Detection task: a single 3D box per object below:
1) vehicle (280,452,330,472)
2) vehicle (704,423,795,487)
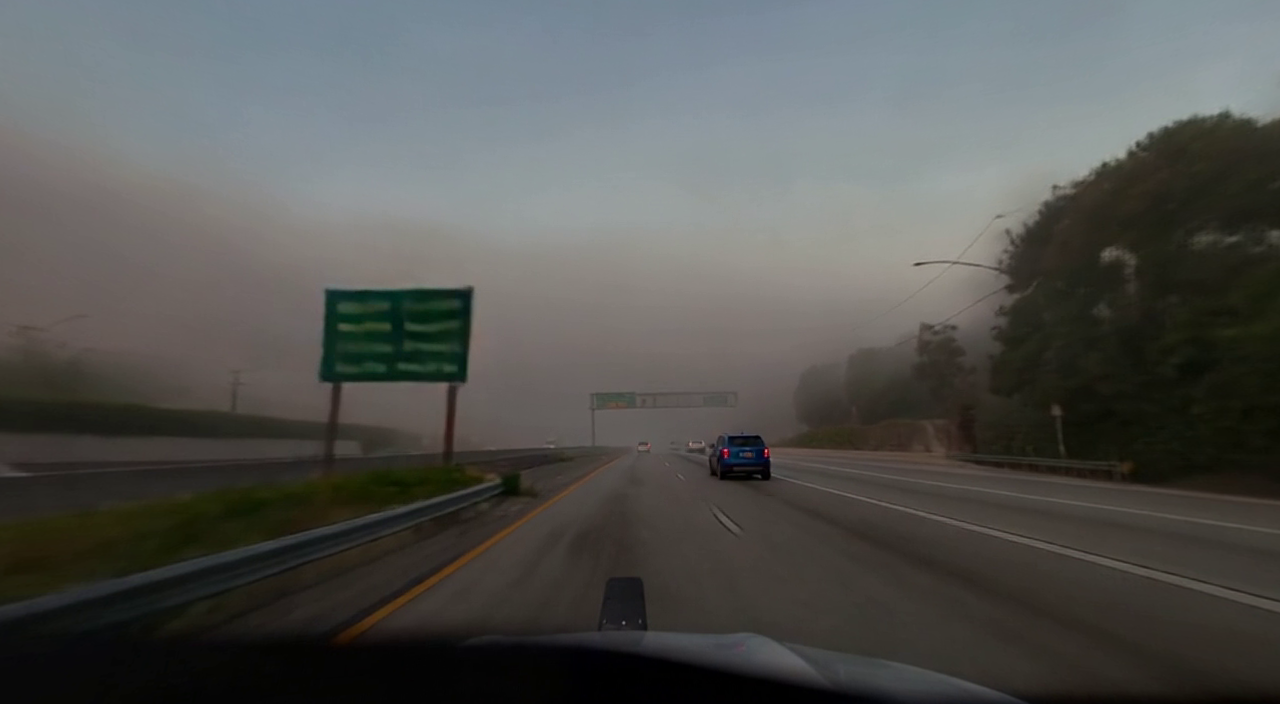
[{"bbox_3d":[-24.967,8.176,47.091,1.906,1.324,3.264,0,-8,0],"label":"vehicle"},{"bbox_3d":[3.416,3.323,20.621,2.120,1.832,4.287,0,-8,-1],"label":"vehicle"}]
